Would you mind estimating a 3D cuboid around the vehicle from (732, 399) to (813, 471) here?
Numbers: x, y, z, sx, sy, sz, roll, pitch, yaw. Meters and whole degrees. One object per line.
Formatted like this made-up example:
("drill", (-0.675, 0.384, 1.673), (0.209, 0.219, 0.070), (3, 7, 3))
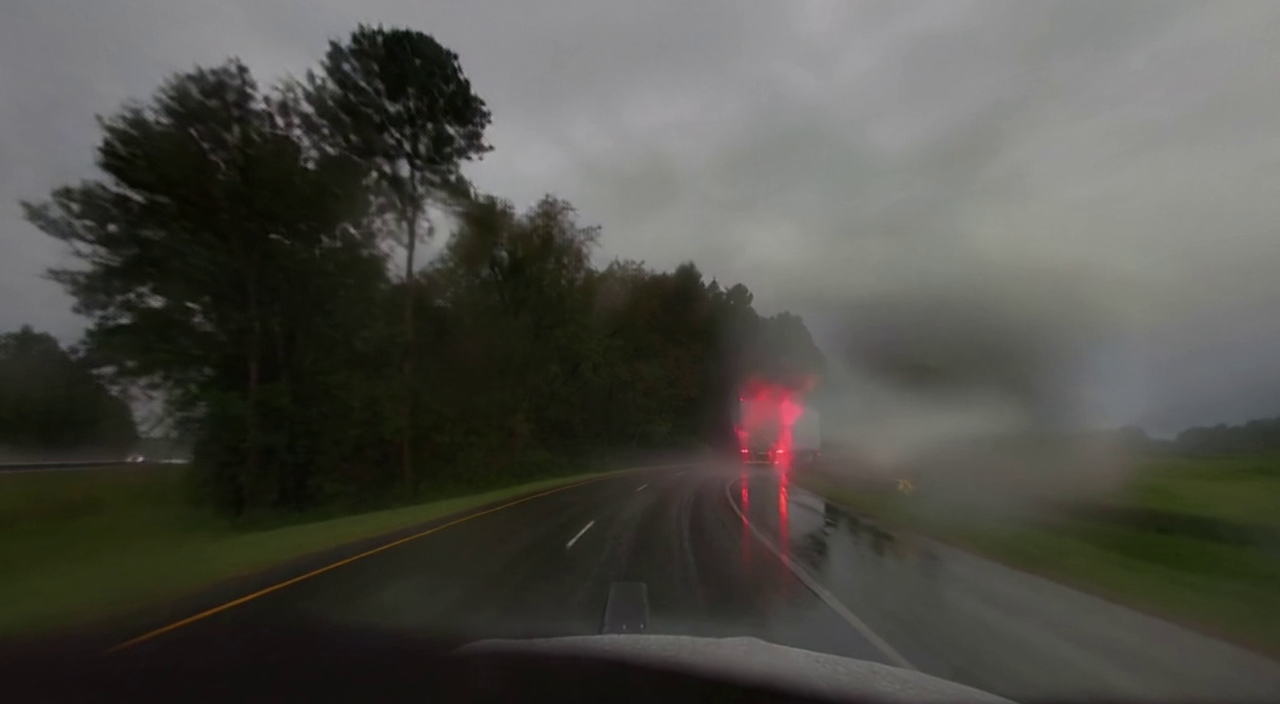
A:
("vehicle", (9.547, 5.884, 43.716), (3.087, 4.178, 13.682), (-4, -9, 21))
